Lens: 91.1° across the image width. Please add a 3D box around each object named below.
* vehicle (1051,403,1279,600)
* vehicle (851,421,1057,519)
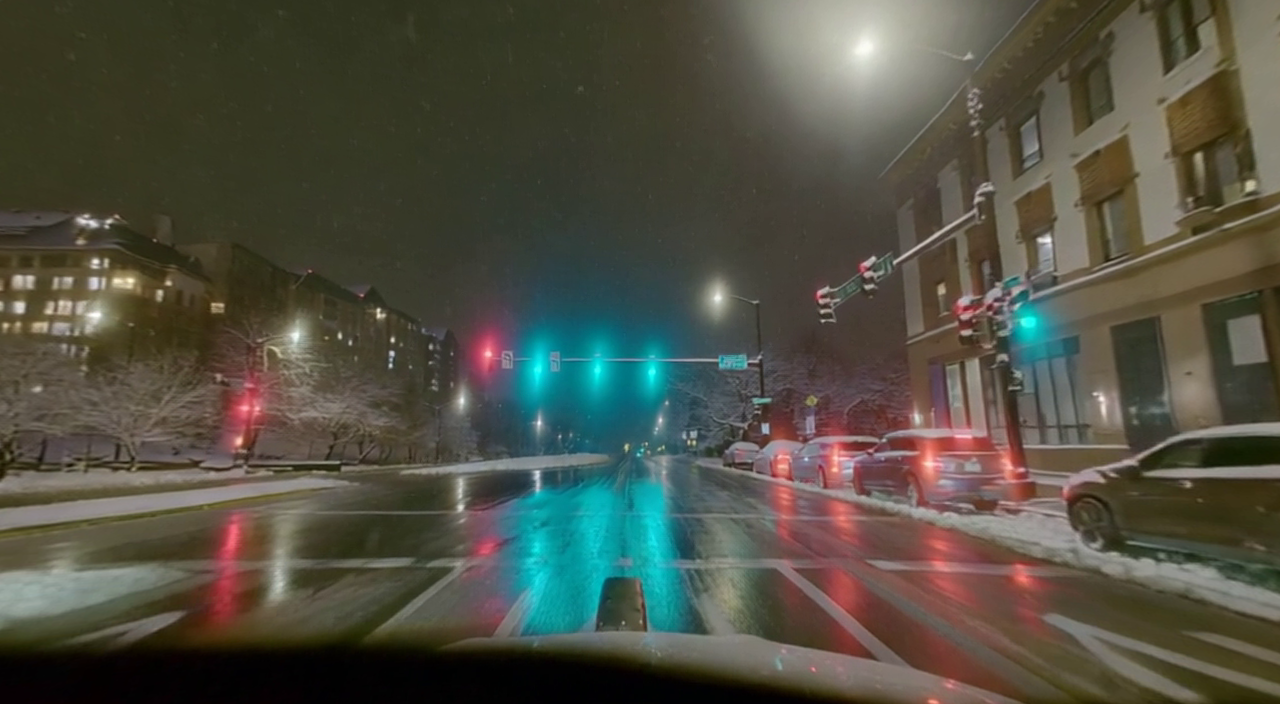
[{"bbox_3d":[6.476,1.370,5.953,1.973,1.674,4.635,0,-9,0],"label":"vehicle"},{"bbox_3d":[6.522,2.505,13.825,1.984,1.751,4.759,0,-9,-1],"label":"vehicle"}]
